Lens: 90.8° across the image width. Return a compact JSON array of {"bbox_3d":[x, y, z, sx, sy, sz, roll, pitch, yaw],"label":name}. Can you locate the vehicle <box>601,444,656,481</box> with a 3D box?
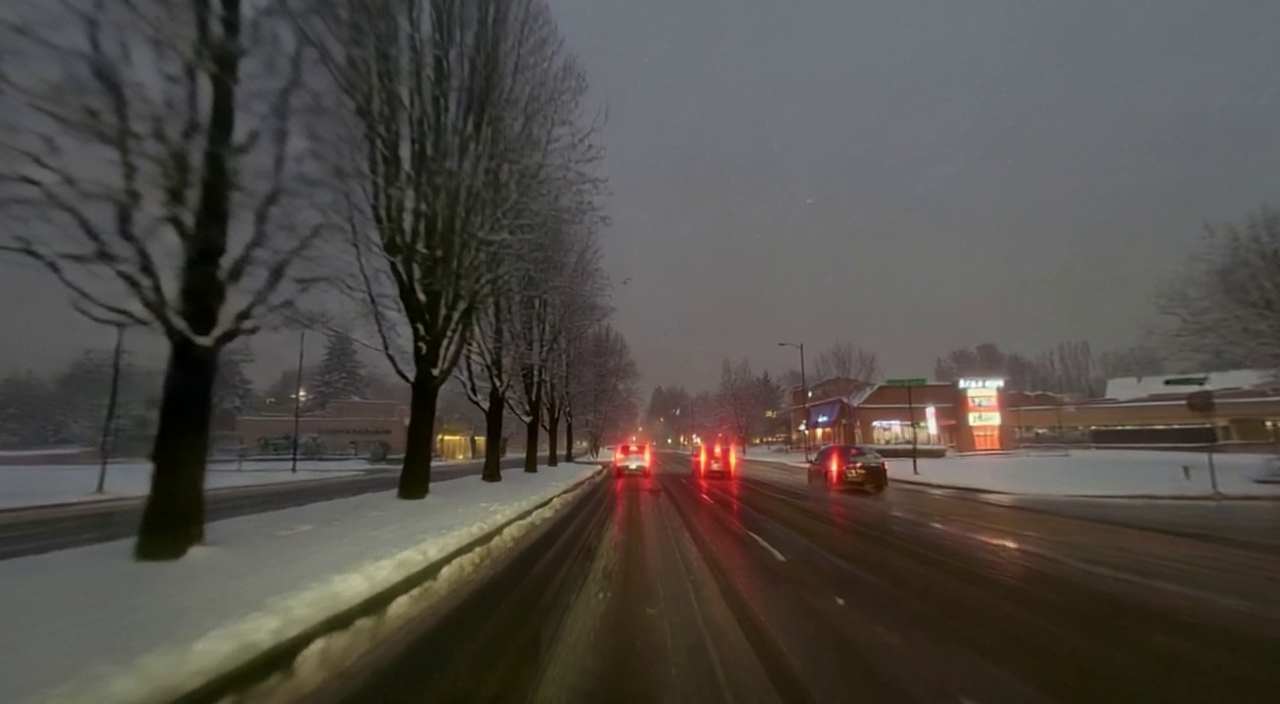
[{"bbox_3d":[-0.535,4.853,28.018,2.242,1.474,4.127,0,-8,-2],"label":"vehicle"}]

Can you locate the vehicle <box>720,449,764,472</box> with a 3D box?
[{"bbox_3d":[6.531,6.976,40.969,2.068,1.393,3.874,0,-8,-3],"label":"vehicle"}]

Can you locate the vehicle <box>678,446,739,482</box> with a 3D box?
[{"bbox_3d":[2.983,5.008,28.584,2.057,1.491,4.675,0,-8,-2],"label":"vehicle"}]
